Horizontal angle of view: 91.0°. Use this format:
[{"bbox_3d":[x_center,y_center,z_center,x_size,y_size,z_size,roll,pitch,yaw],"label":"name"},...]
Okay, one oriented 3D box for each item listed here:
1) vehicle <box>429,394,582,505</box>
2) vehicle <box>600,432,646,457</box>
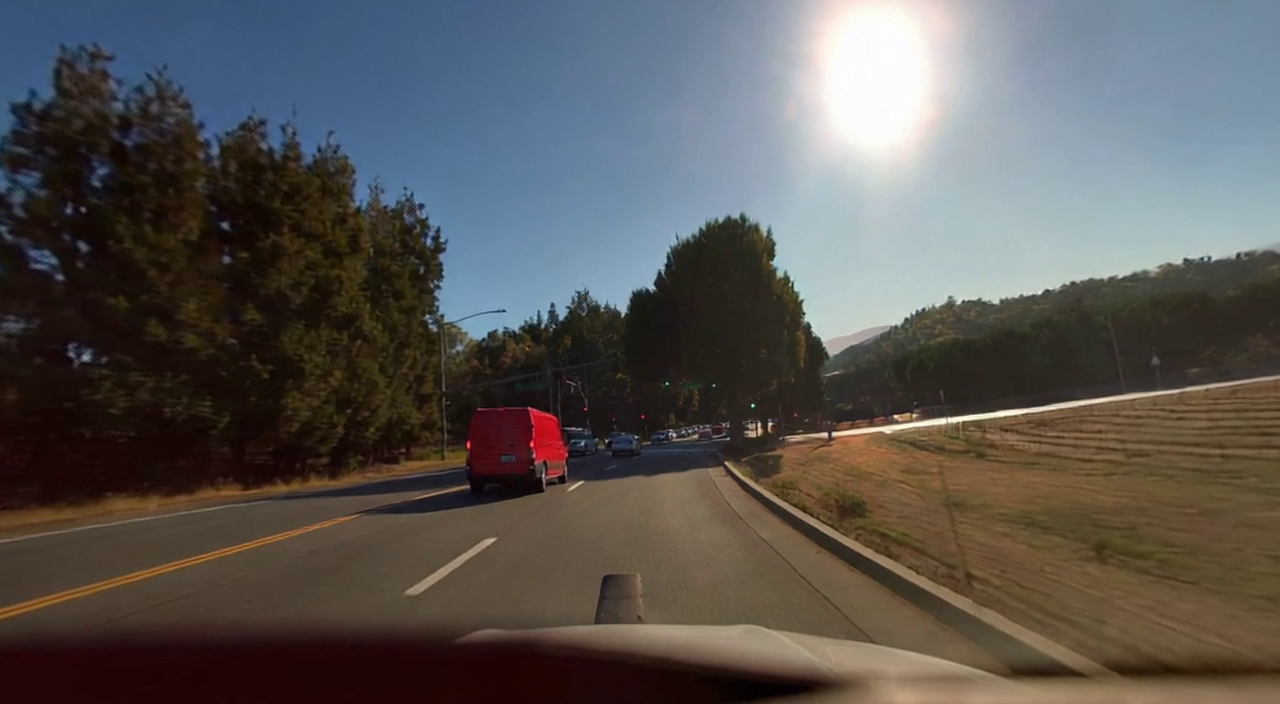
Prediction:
[{"bbox_3d":[-2.916,2.308,15.162,2.362,2.185,5.212,0,-8,2],"label":"vehicle"},{"bbox_3d":[-0.993,5.820,39.539,2.088,1.484,4.572,-1,-8,9],"label":"vehicle"}]
